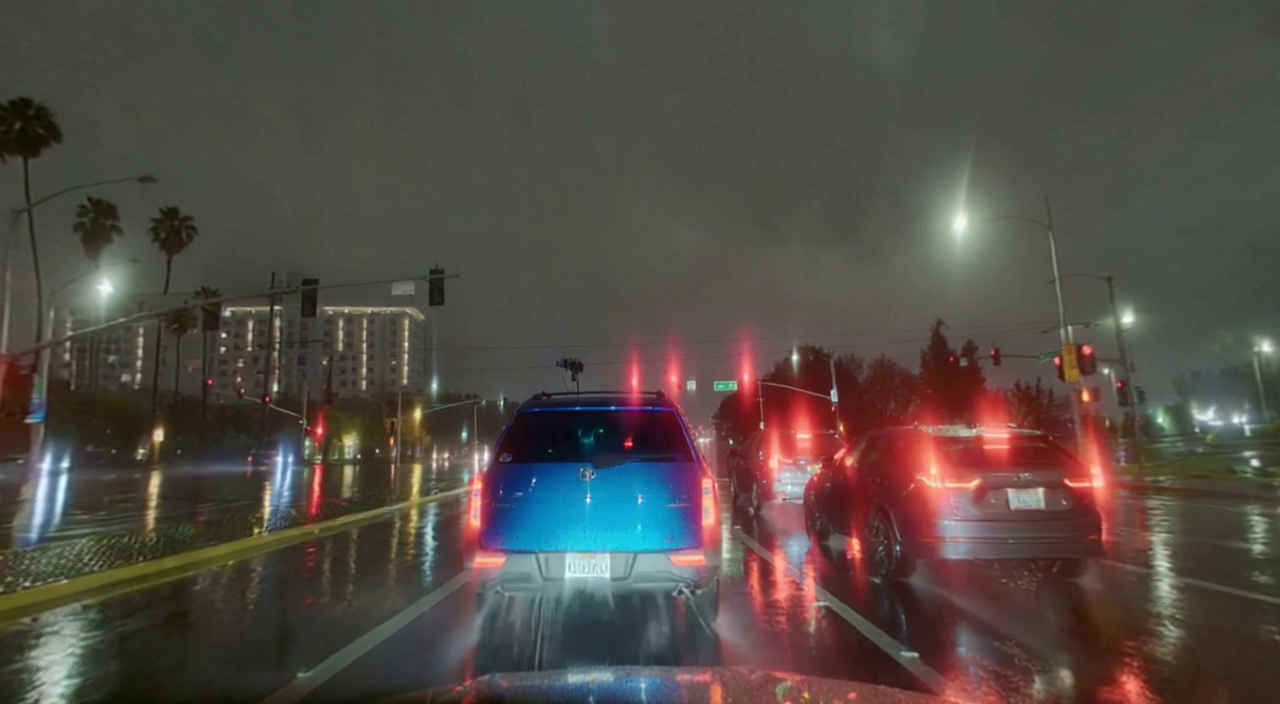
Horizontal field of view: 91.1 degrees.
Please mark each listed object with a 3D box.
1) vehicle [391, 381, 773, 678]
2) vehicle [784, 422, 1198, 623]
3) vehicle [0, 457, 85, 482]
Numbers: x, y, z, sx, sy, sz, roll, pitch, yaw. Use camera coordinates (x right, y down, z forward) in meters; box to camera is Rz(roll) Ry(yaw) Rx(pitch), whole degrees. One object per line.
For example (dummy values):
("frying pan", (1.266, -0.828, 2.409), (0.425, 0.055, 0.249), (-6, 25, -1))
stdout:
("vehicle", (-0.334, 1.313, 5.695), (2.172, 1.694, 4.055), (0, -8, 0))
("vehicle", (3.118, 1.603, 6.953), (1.971, 1.473, 4.495), (0, -8, 0))
("vehicle", (-45.442, 8.822, 47.248), (5.347, 1.785, 2.123), (0, -8, 2))
